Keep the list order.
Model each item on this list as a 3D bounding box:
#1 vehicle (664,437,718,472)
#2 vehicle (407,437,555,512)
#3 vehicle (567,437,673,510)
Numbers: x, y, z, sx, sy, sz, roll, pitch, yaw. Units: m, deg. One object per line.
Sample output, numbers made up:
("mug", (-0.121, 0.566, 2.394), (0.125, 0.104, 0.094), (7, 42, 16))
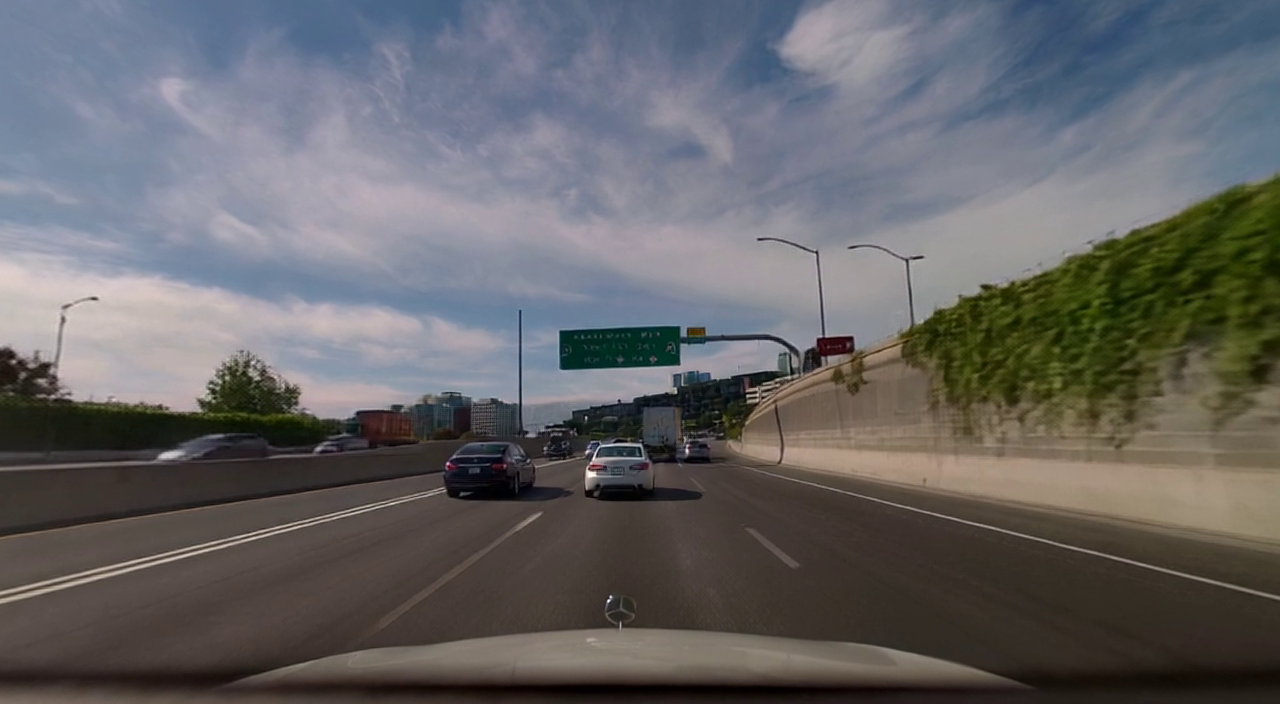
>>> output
("vehicle", (2.567, 5.319, 32.935), (2.166, 1.666, 4.618), (0, -9, -3))
("vehicle", (-3.514, 2.832, 15.140), (2.130, 1.474, 5.027), (-1, -9, 2))
("vehicle", (-0.361, 2.770, 14.814), (2.136, 1.470, 3.971), (-1, -9, 1))
